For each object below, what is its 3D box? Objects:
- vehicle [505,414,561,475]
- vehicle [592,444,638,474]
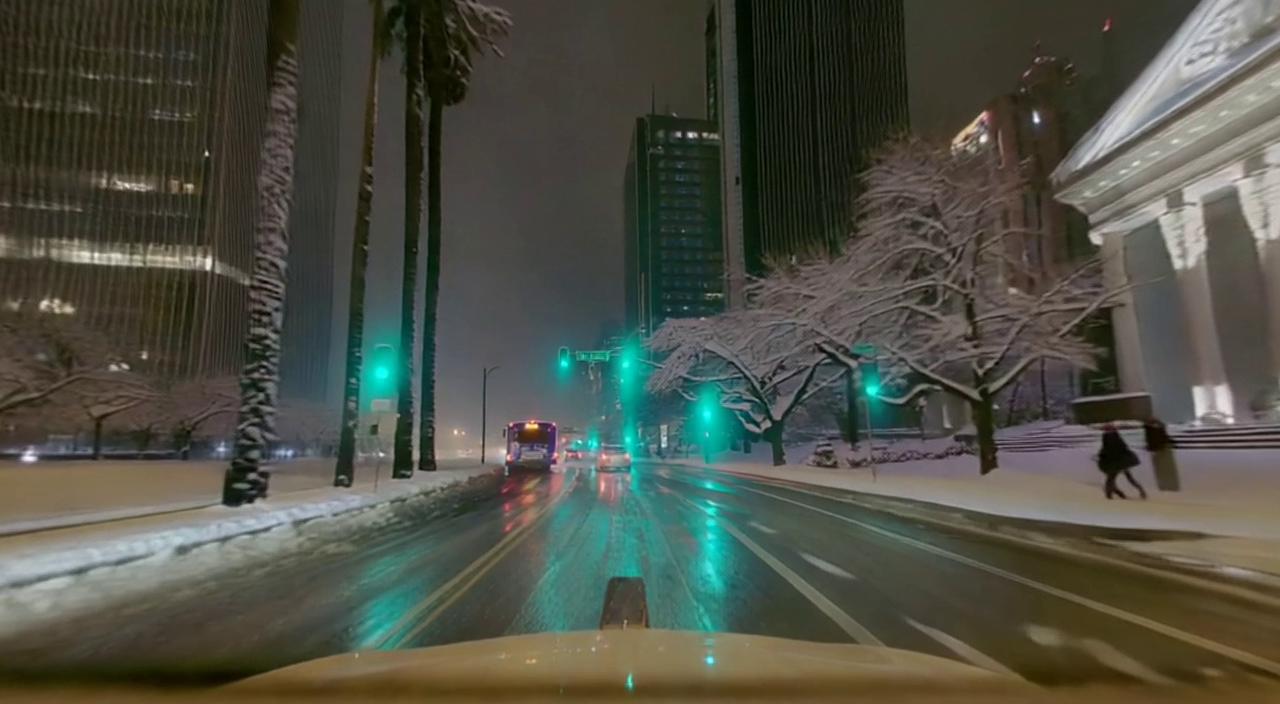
[{"bbox_3d":[-5.838,5.229,35.673,2.678,3.042,8.474,1,-9,-7],"label":"vehicle"},{"bbox_3d":[-1.439,5.737,34.092,2.107,1.481,4.097,1,-8,-8],"label":"vehicle"}]
